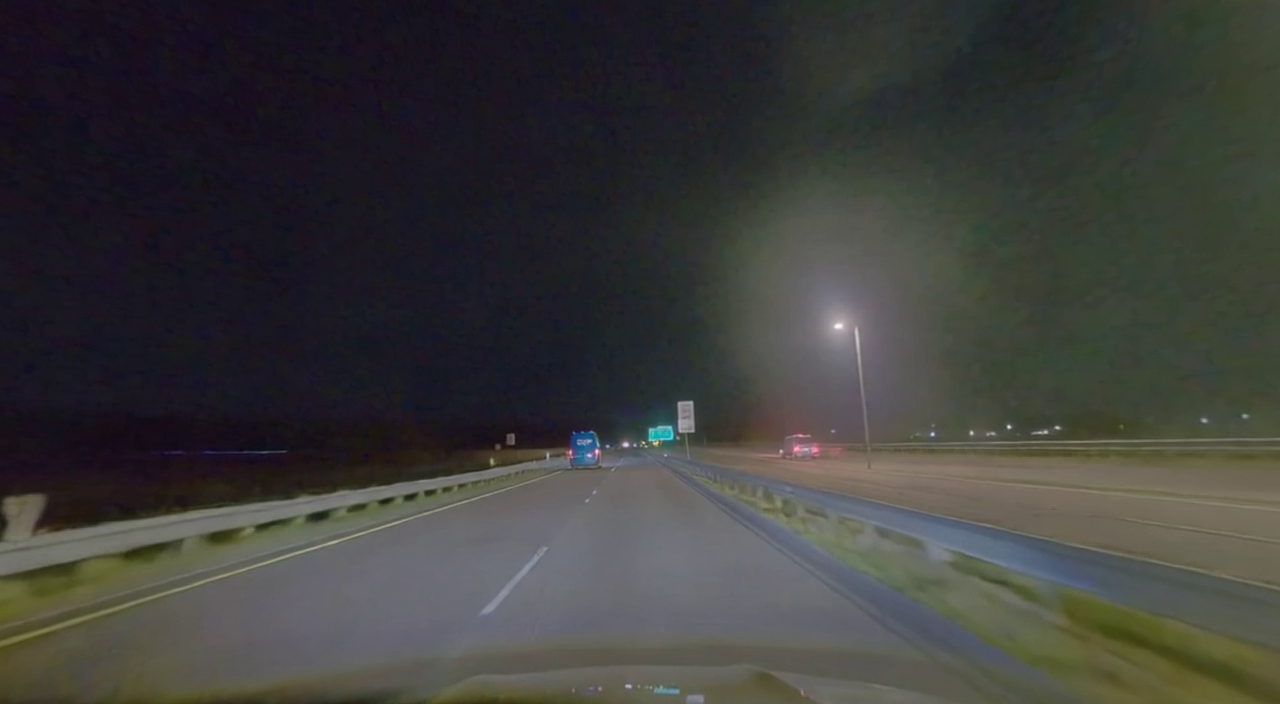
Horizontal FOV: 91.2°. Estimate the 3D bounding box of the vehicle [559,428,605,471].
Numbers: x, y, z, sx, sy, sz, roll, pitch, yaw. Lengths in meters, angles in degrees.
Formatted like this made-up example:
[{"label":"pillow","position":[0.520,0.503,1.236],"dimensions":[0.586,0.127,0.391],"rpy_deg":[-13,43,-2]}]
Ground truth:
[{"label":"vehicle","position":[-3.780,6.612,42.519],"dimensions":[2.463,2.640,7.034],"rpy_deg":[0,-9,0]}]
